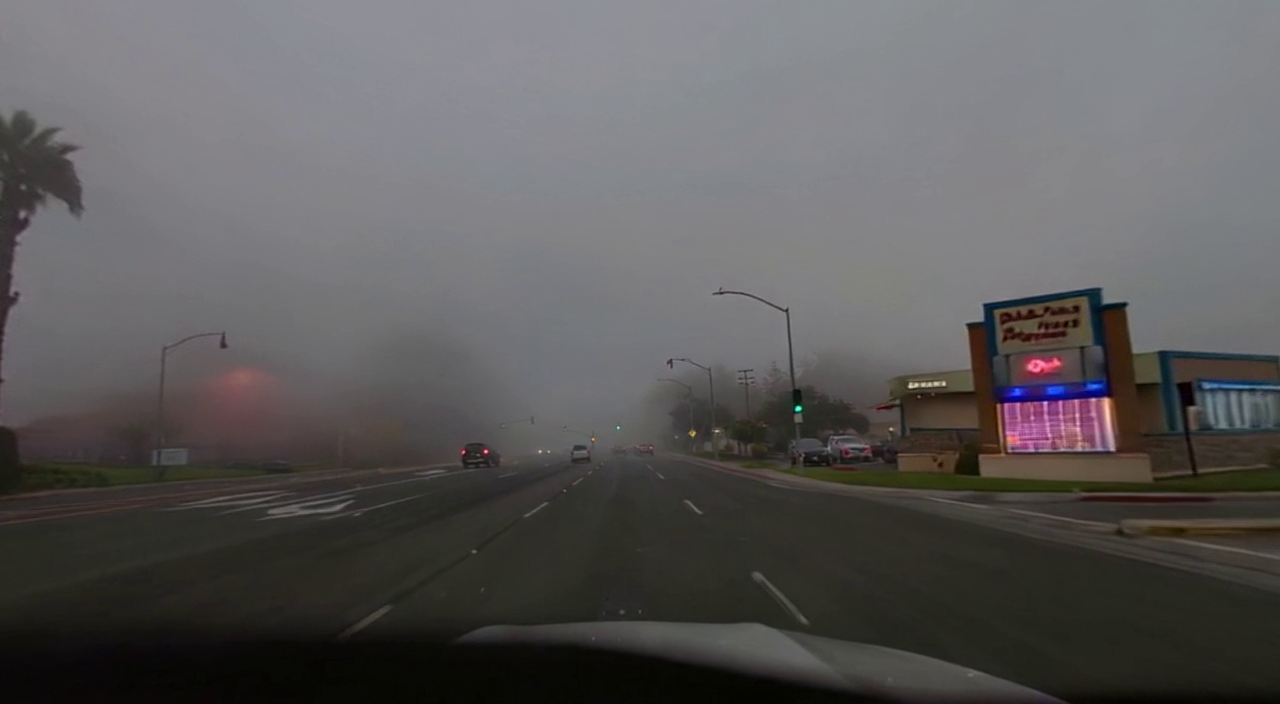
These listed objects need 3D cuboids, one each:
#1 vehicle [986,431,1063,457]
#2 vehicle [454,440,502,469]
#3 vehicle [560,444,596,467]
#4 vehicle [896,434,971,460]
[{"bbox_3d":[26.563,6.400,43.866,4.294,1.705,2.233,-5,-10,27],"label":"vehicle"},{"bbox_3d":[-10.447,6.606,40.985,2.022,1.746,4.406,0,-9,-1],"label":"vehicle"},{"bbox_3d":[-4.181,7.032,43.202,2.181,1.483,4.123,0,-9,-1],"label":"vehicle"},{"bbox_3d":[20.258,6.590,43.687,4.548,1.741,1.971,-4,-10,26],"label":"vehicle"}]
